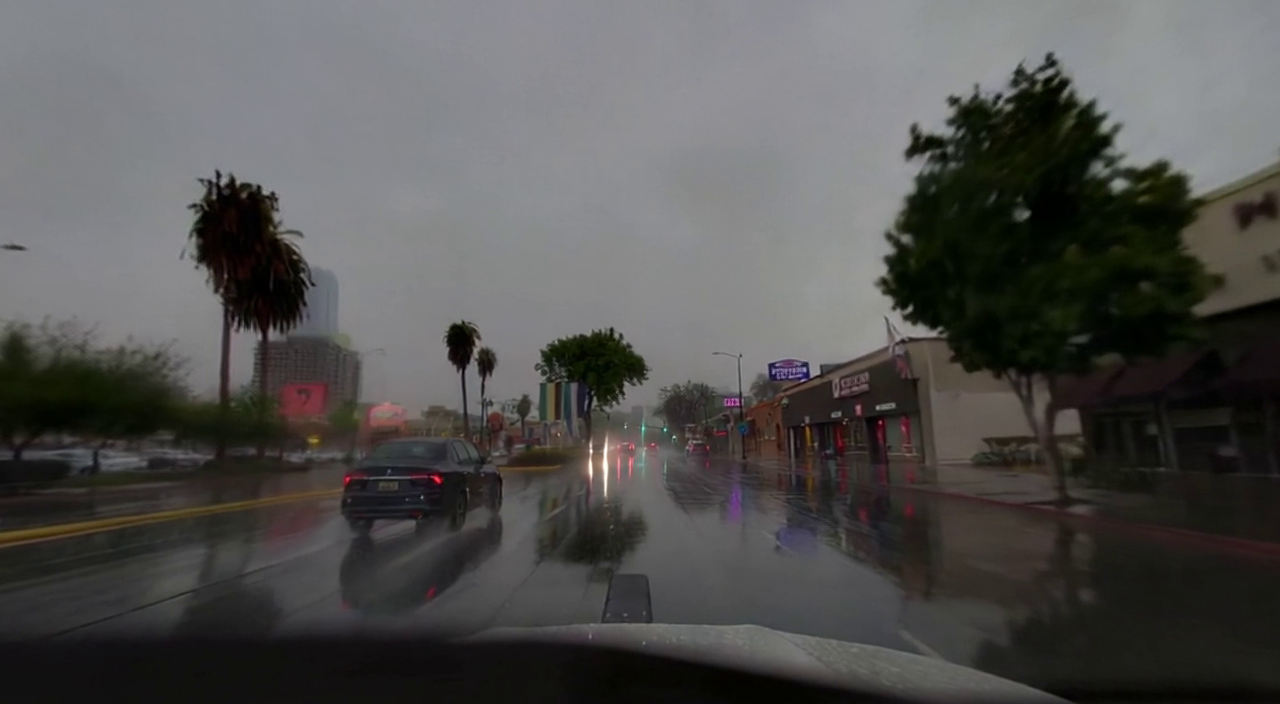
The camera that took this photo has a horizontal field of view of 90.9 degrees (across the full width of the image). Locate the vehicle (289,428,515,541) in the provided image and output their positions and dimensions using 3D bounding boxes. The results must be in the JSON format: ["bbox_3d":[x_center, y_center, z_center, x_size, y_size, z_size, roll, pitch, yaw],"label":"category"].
[{"bbox_3d":[-3.666,2.120,10.776,2.032,1.511,4.424,0,-9,2],"label":"vehicle"}]

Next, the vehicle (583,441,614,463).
[{"bbox_3d":[-3.194,7.738,48.885,2.024,1.636,4.121,0,-9,1],"label":"vehicle"}]
